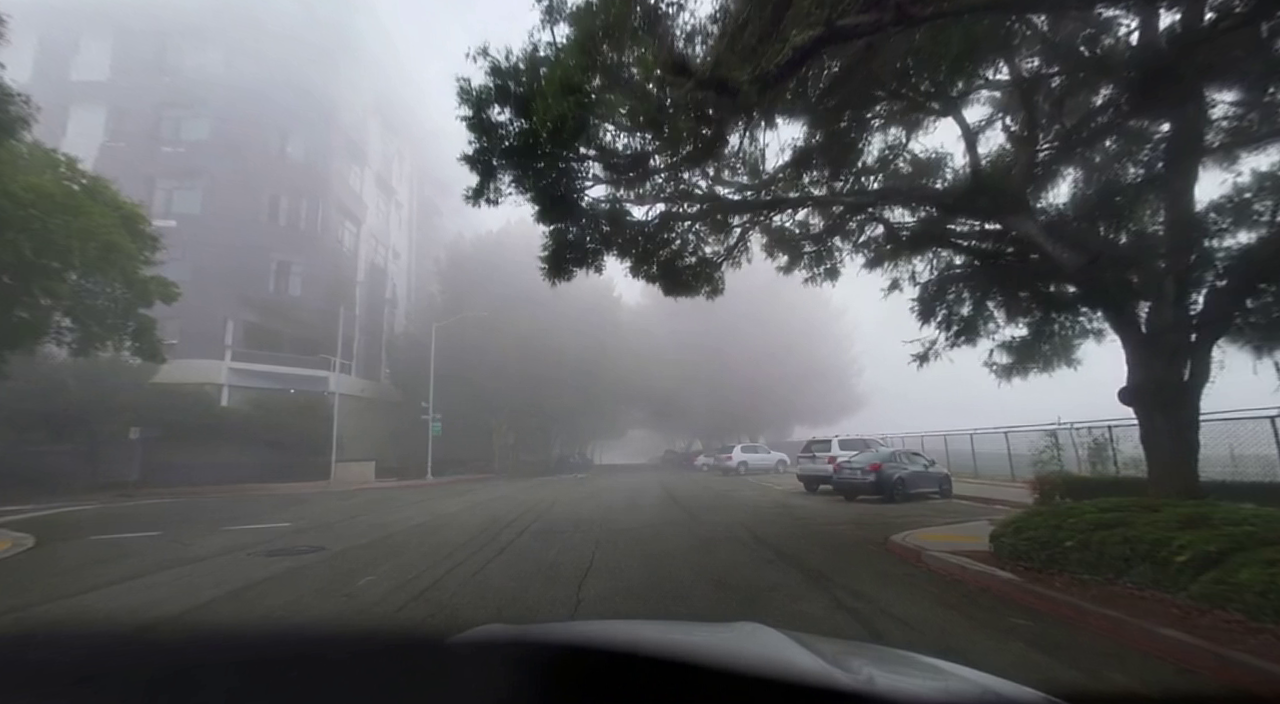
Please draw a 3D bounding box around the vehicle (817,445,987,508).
[{"bbox_3d":[7.084,3.245,16.973,4.402,1.474,1.957,5,-10,-32],"label":"vehicle"}]

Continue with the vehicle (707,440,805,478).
[{"bbox_3d":[6.538,5.985,35.580,5.061,1.829,2.274,2,-9,-28],"label":"vehicle"}]
